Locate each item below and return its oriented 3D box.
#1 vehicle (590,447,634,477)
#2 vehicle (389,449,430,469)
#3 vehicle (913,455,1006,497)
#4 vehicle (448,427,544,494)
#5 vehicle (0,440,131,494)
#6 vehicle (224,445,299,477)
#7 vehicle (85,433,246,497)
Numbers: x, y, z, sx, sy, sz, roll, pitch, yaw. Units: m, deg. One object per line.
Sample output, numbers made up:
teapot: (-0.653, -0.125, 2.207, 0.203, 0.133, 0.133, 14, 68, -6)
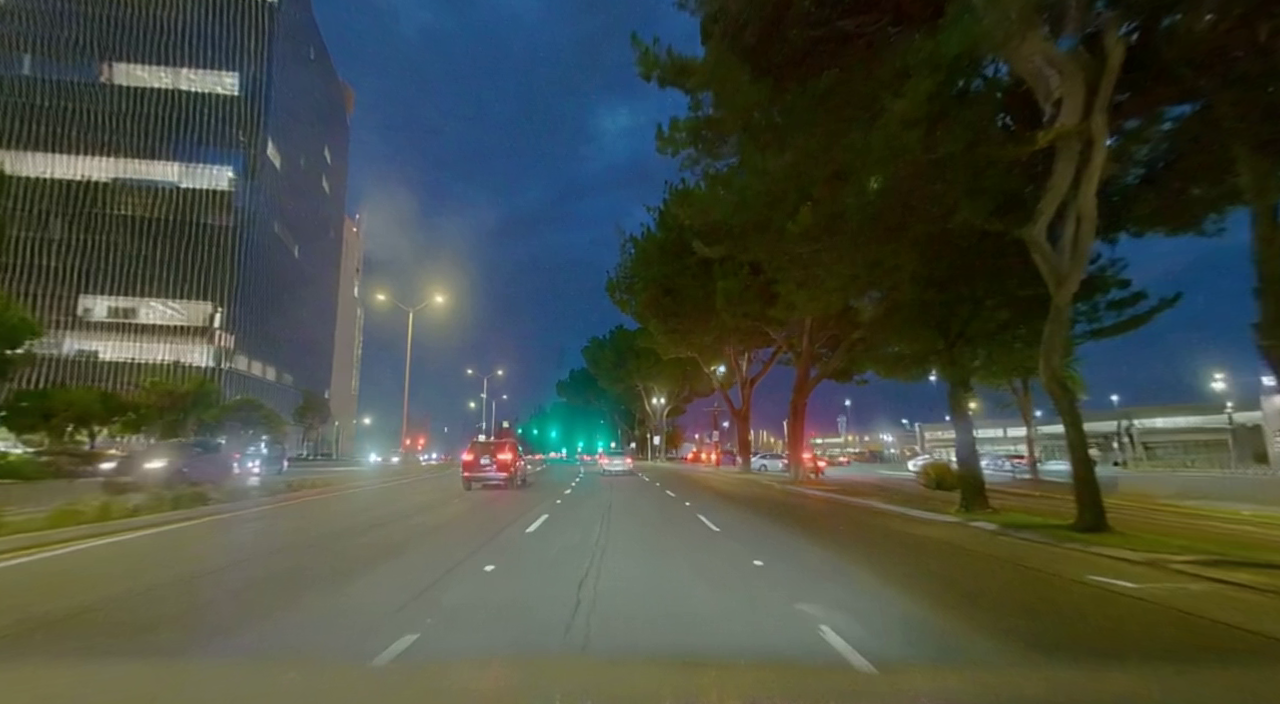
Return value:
vehicle: (-1.440, 5.452, 31.552, 2.050, 1.385, 4.096, 0, -8, -4)
vehicle: (-17.324, 8.084, 47.750, 1.818, 1.379, 4.350, 1, -8, -5)
vehicle: (14.446, 5.614, 28.893, 1.893, 1.646, 4.288, -1, -8, -2)
vehicle: (-4.242, 3.265, 19.362, 2.001, 1.784, 4.483, 0, -8, -2)
vehicle: (-22.245, 4.295, 24.066, 2.037, 1.841, 4.653, 0, -8, -4)
vehicle: (-23.900, 6.872, 40.113, 2.111, 1.874, 4.888, 1, -8, -6)
vehicle: (-15.047, 3.574, 20.447, 1.843, 1.814, 4.617, 0, -8, -4)
